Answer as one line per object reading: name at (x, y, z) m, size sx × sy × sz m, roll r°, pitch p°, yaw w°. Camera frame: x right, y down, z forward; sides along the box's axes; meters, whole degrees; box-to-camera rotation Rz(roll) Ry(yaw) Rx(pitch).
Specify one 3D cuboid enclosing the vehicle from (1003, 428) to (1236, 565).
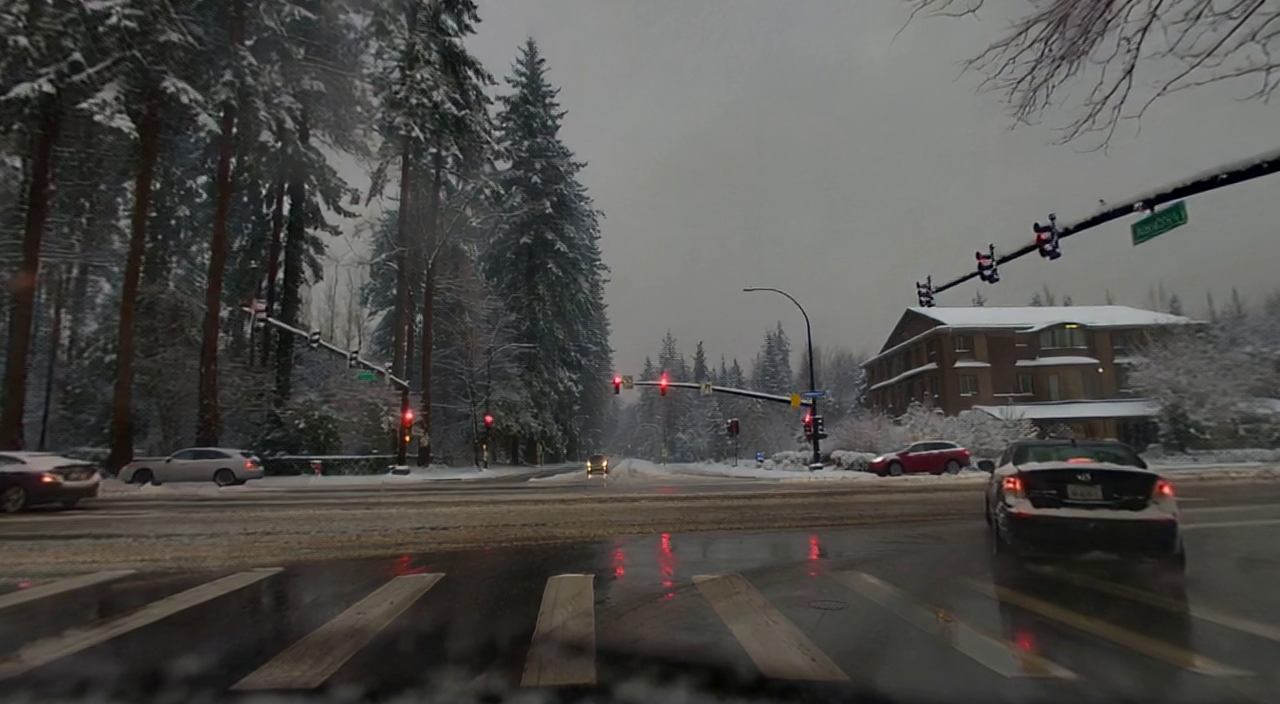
vehicle at (7.142, 2.000, 9.676) m, size 2.189 × 1.536 × 4.492 m, roll -6°, pitch -10°, yaw 35°

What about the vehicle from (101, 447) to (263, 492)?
vehicle at (-19.164, 4.949, 26.651) m, size 4.798 × 1.763 × 2.536 m, roll 0°, pitch -10°, yaw 0°

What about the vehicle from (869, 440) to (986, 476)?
vehicle at (15.887, 5.881, 35.149) m, size 5.220 × 1.897 × 2.596 m, roll 0°, pitch -8°, yaw 0°

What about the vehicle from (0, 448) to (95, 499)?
vehicle at (-23.536, 4.440, 23.261) m, size 4.748 × 1.727 × 2.325 m, roll 0°, pitch -8°, yaw 1°
